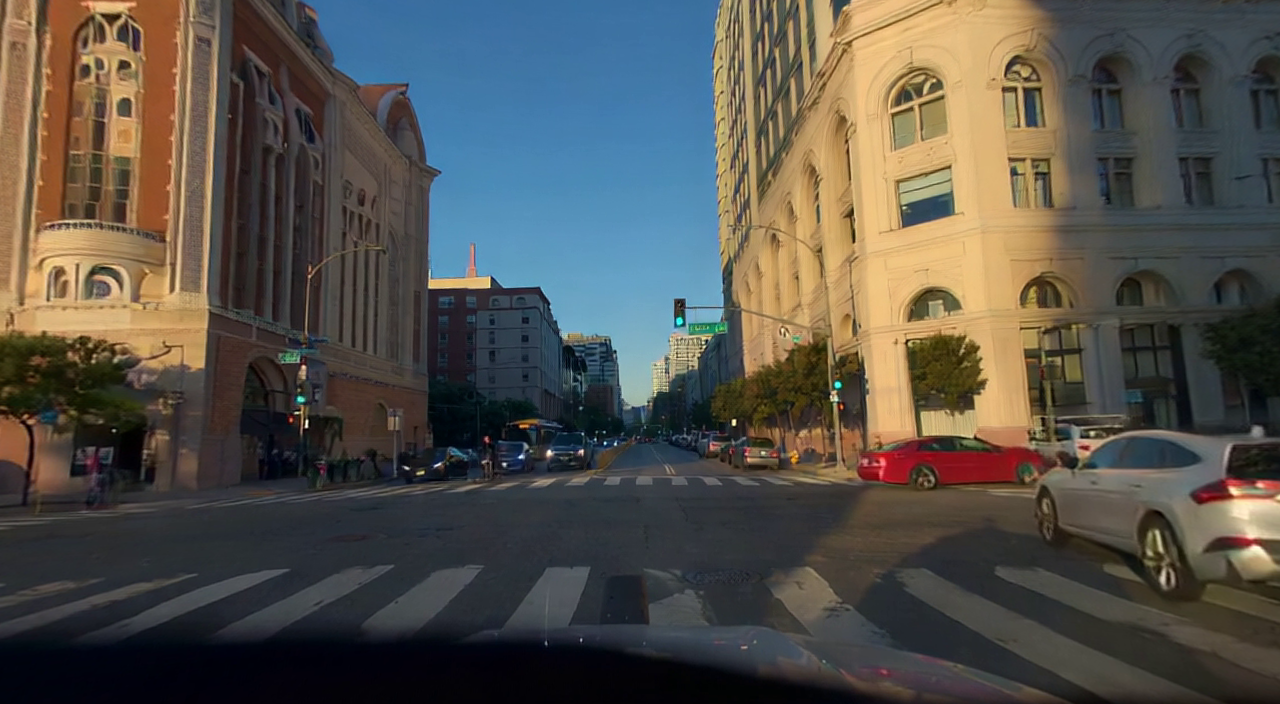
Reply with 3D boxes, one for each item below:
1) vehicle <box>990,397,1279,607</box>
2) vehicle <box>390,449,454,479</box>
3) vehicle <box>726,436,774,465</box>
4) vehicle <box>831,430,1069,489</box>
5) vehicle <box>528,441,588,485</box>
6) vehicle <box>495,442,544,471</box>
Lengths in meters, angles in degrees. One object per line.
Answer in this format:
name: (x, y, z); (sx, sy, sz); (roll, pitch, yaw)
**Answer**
vehicle: (5.707, 1.414, 6.871); (1.912, 1.505, 4.889); (-2, -9, 12)
vehicle: (-11.917, 6.116, 34.794); (1.998, 1.505, 4.405); (0, -8, 0)
vehicle: (6.259, 5.643, 36.298); (1.926, 1.574, 3.961); (0, -8, -2)
vehicle: (8.189, 2.915, 17.223); (5.388, 1.465, 2.050); (-1, -8, 7)
vehicle: (-2.880, 3.988, 23.056); (1.904, 1.402, 4.759); (0, -8, -4)
vehicle: (-6.619, 5.761, 35.037); (1.861, 1.508, 4.052); (0, -8, 1)
